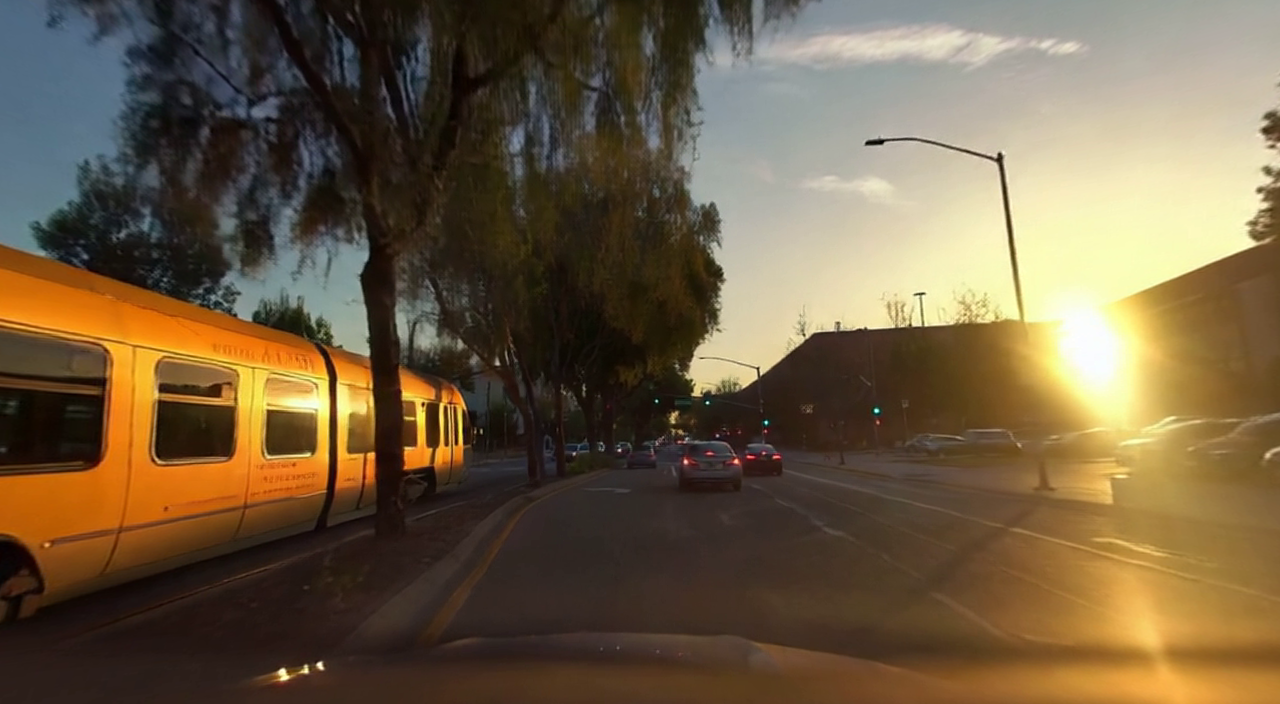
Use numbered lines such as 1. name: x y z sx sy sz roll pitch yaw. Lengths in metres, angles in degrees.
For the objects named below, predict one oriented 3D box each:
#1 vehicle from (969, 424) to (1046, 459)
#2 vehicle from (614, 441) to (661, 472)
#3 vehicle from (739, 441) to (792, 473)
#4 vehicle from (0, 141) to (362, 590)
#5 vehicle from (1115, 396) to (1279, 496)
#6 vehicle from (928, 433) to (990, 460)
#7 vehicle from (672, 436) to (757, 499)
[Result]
1. vehicle: 21.735 5.322 37.593 2.116 1.937 4.515 -1 -8 5
2. vehicle: -0.059 5.284 32.209 2.118 1.478 4.076 -1 -8 4
3. vehicle: 6.107 5.154 31.231 1.944 1.447 4.392 0 -8 3
4. vehicle: -6.816 0.008 4.428 2.897 3.700 13.528 -1 -7 4
5. vehicle: 14.902 2.232 15.615 2.221 2.116 5.535 -2 -7 4
6. vehicle: 19.265 5.726 38.377 1.831 1.545 3.872 0 -8 2
7. vehicle: 1.868 3.056 17.149 2.002 1.471 4.337 0 -8 3
